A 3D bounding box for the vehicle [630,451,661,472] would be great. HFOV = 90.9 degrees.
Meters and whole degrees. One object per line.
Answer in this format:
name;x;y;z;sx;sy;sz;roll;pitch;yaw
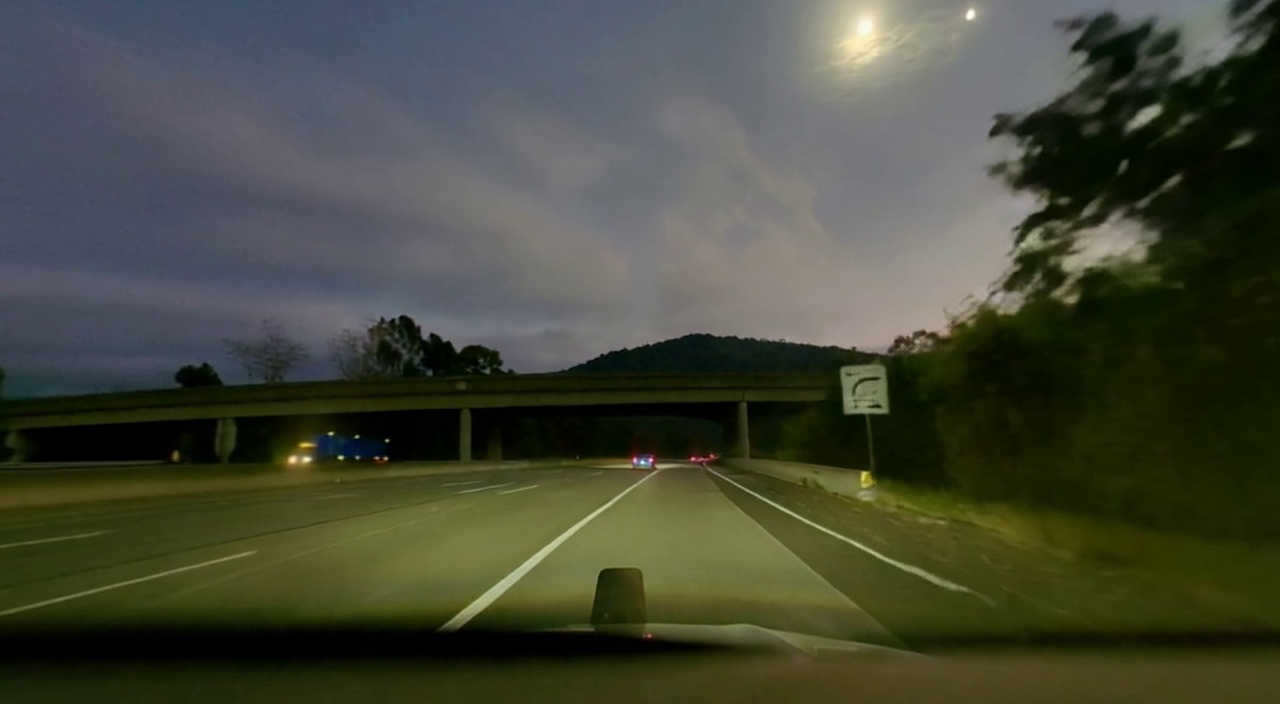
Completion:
vehicle;0.451;8.011;46.251;1.940;1.444;4.024;-1;-9;5
